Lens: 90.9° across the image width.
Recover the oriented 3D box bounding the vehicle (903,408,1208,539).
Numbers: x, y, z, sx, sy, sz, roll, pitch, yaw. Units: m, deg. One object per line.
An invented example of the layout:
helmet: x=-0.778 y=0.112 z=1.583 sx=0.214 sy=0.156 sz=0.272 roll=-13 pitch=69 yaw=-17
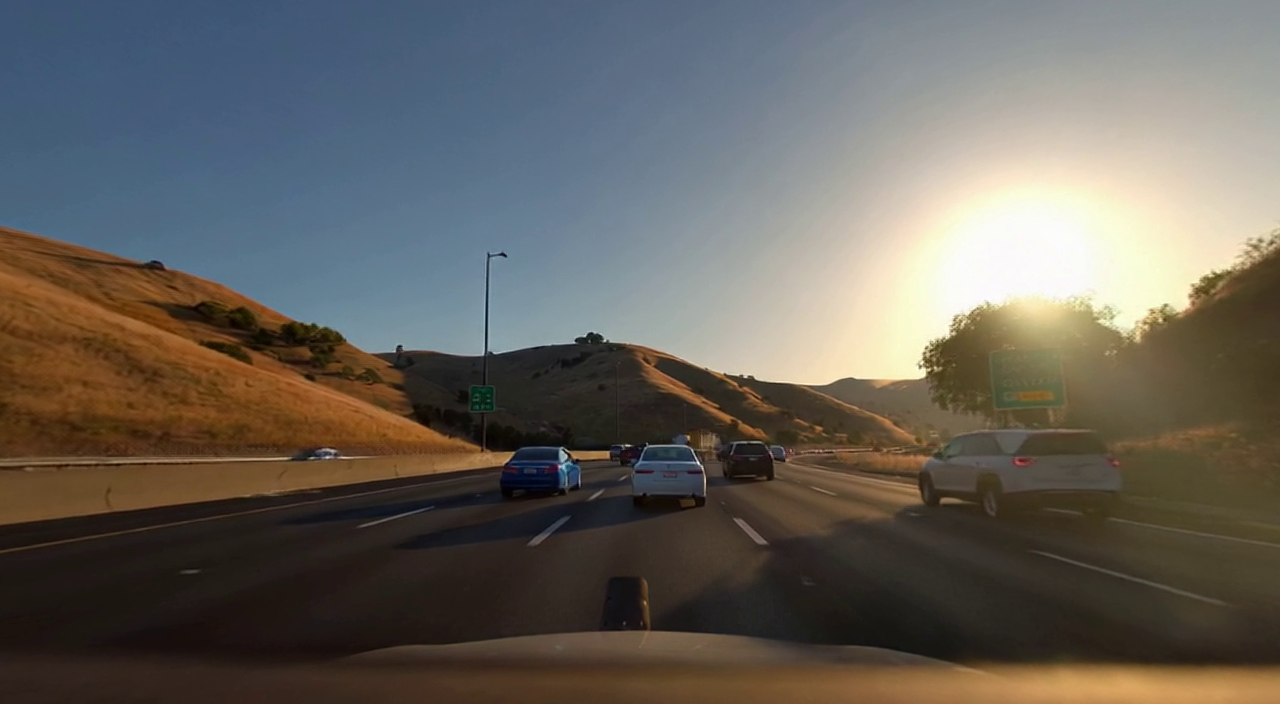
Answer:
vehicle: x=6.901 y=2.078 z=11.397 sx=2.210 sy=1.831 sz=4.843 roll=0 pitch=-8 yaw=1

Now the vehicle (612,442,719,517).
vehicle: x=0.546 y=2.755 z=14.183 sx=2.072 sy=1.431 sz=3.904 roll=-1 pitch=-8 yaw=2

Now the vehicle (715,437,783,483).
vehicle: x=4.392 y=4.425 z=26.159 sx=2.083 sy=1.693 sz=4.740 roll=0 pitch=-8 yaw=2

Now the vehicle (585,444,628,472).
vehicle: x=-1.926 y=6.281 z=37.656 sx=2.034 sy=1.572 sz=4.444 roll=-1 pitch=-8 yaw=4

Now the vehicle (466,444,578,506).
vehicle: x=-2.993 y=3.225 z=17.057 sx=2.017 sy=1.446 sz=4.384 roll=-1 pitch=-8 yaw=3
